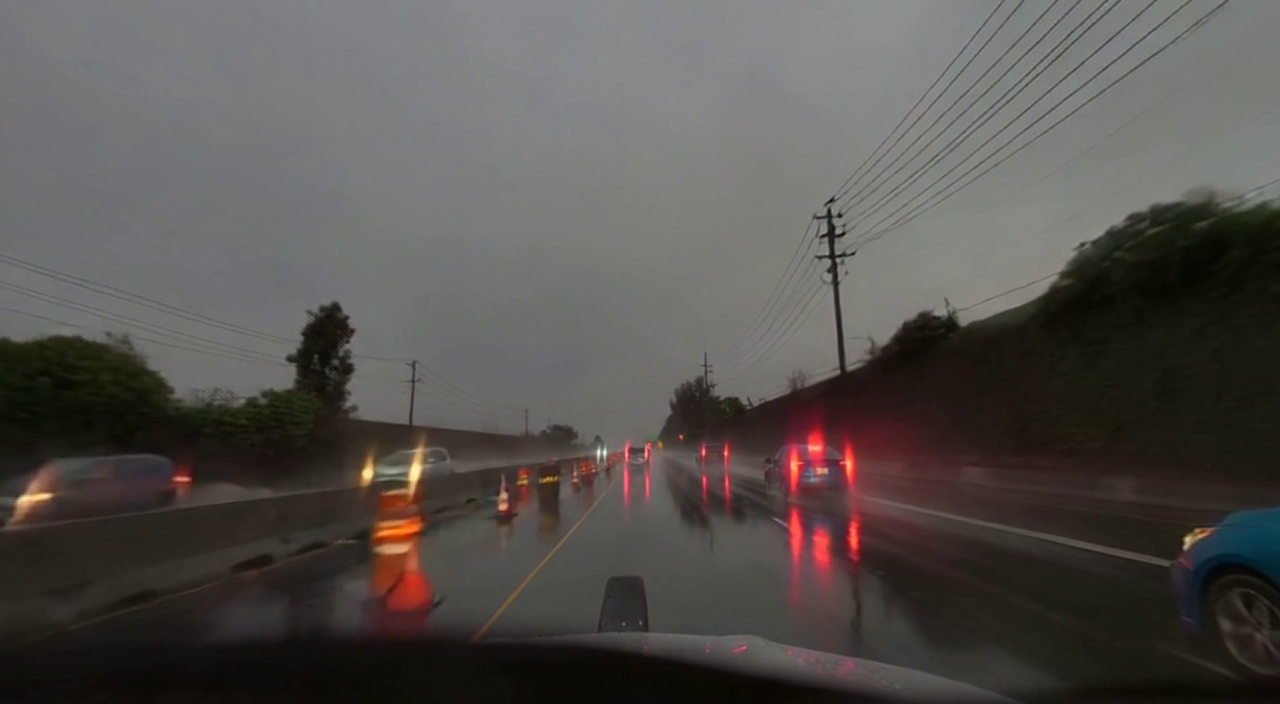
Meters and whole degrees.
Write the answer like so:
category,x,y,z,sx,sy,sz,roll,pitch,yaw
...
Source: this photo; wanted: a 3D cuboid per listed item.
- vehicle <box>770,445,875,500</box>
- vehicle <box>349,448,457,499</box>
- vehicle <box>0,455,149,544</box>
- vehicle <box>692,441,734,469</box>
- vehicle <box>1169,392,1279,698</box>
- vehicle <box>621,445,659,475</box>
category,x,y,z,sx,sy,sz,roll,pitch,yaw
vehicle,5.227,3.481,18.634,1.881,1.409,4.016,0,-8,0
vehicle,-8.136,4.172,22.188,1.856,1.539,4.679,-1,-8,2
vehicle,-12.158,2.779,12.061,2.129,1.471,4.192,-2,-8,1
vehicle,5.381,7.723,47.463,2.559,1.943,5.610,0,-8,1
vehicle,4.287,0.752,1.584,1.997,1.568,4.529,0,-8,1
vehicle,0.008,6.179,36.386,2.096,1.583,4.150,0,-8,0
